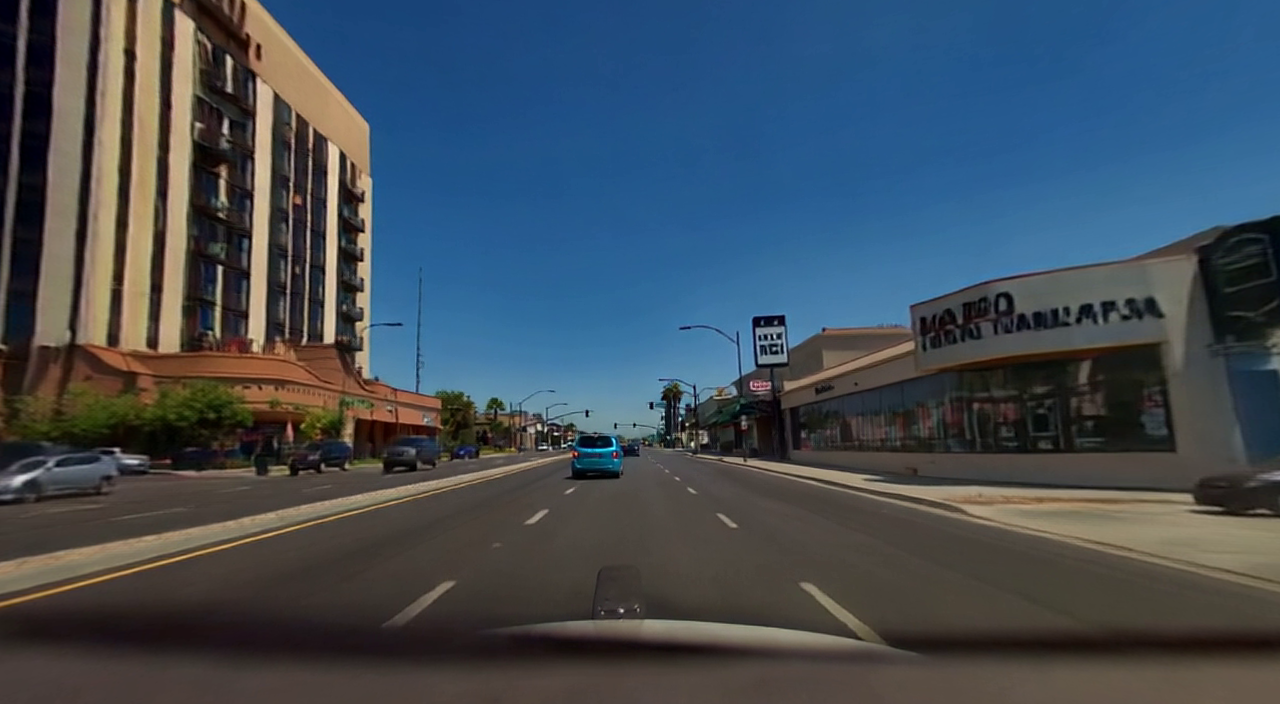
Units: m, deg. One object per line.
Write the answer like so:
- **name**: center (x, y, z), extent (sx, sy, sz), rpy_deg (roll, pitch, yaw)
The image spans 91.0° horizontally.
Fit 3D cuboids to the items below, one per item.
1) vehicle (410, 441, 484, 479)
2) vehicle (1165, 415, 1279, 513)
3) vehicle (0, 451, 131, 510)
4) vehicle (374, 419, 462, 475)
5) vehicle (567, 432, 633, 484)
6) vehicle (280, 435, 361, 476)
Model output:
- **vehicle**: center (-8.222, 4.606, 27.208), extent (1.899, 1.495, 4.093), rpy_deg (0, -9, 0)
- **vehicle**: center (14.792, 2.266, 12.663), extent (2.589, 1.989, 5.779), rpy_deg (4, -9, -26)
- **vehicle**: center (-17.792, 3.696, 18.610), extent (1.840, 1.508, 4.376), rpy_deg (0, -9, -1)
- **vehicle**: center (-11.640, 5.060, 33.636), extent (2.556, 2.673, 5.915), rpy_deg (0, -8, 0)
- **vehicle**: center (-1.356, 3.838, 22.997), extent (2.080, 1.722, 3.766), rpy_deg (0, -8, 1)
- **vehicle**: center (-17.997, 5.864, 35.792), extent (2.112, 2.138, 4.888), rpy_deg (0, -9, -2)
